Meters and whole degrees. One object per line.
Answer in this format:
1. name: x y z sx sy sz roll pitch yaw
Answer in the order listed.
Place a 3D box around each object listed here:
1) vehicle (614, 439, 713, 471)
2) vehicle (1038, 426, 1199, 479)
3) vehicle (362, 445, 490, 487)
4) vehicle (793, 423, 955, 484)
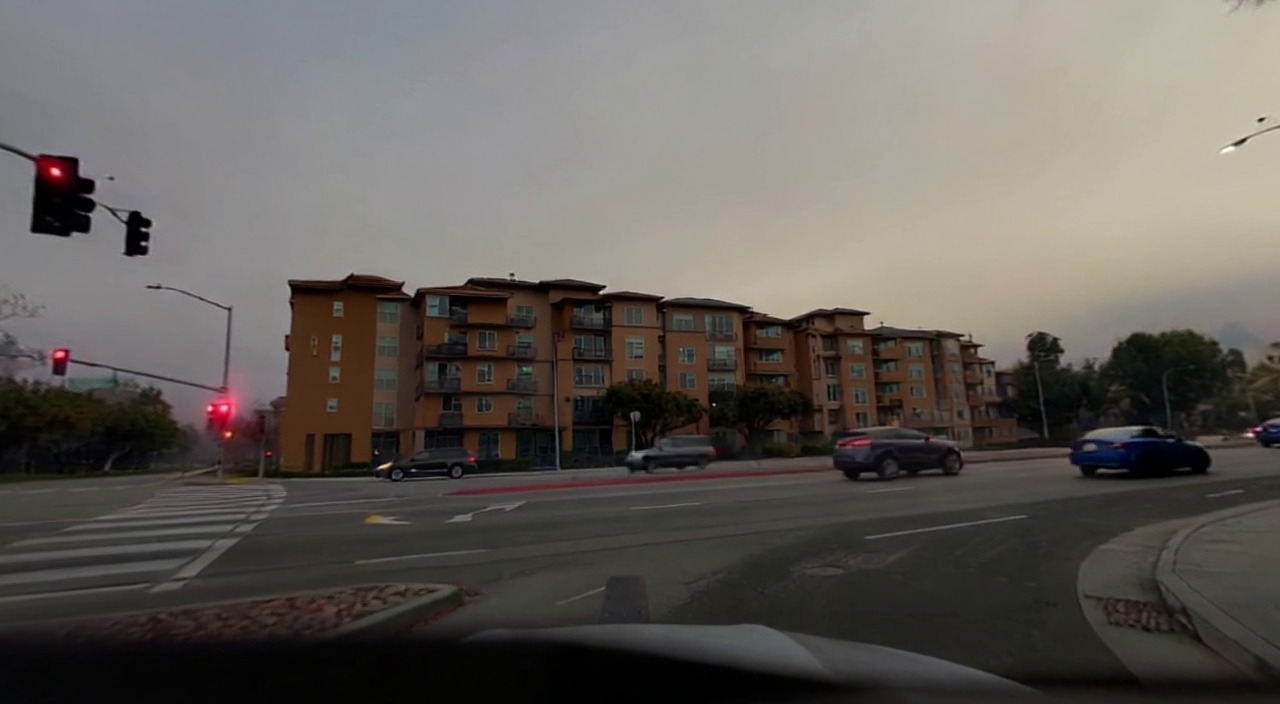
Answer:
1. vehicle: 1.237 5.258 32.409 4.751 1.487 1.888 4 -9 -26
2. vehicle: 14.517 3.022 19.122 4.521 1.433 1.943 4 -9 -26
3. vehicle: -8.013 4.232 23.698 4.289 1.415 1.774 4 -9 -27
4. vehicle: 7.291 3.135 19.665 4.683 1.678 1.981 4 -9 -26
